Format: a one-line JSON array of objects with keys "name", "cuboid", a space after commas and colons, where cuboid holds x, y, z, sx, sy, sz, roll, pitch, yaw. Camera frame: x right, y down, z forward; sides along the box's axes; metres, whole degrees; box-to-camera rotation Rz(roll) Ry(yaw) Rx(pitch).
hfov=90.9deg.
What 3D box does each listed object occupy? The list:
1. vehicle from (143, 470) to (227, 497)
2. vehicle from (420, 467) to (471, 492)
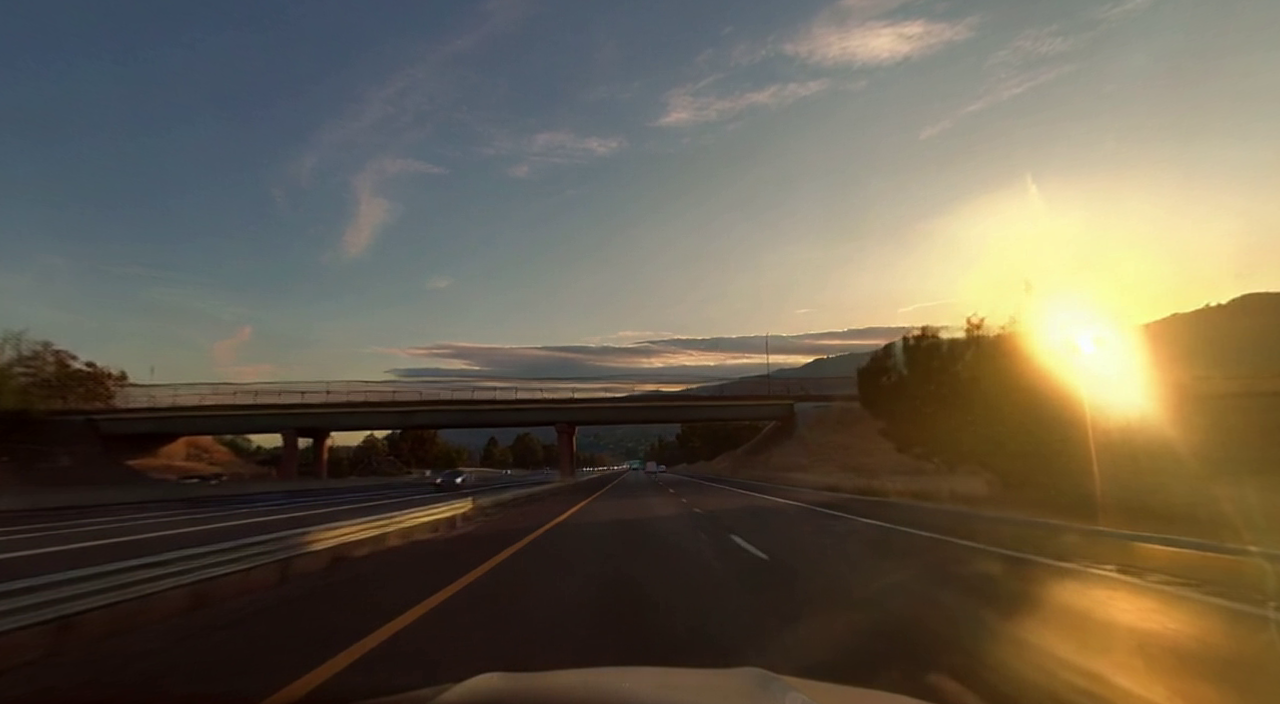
[{"name": "vehicle", "cuboid": [-30.443, 8.804, 42.359, 1.931, 1.606, 4.785, 0, -10, 1]}, {"name": "vehicle", "cuboid": [-13.082, 8.580, 42.617, 2.000, 1.564, 4.257, 1, -10, 0]}]
